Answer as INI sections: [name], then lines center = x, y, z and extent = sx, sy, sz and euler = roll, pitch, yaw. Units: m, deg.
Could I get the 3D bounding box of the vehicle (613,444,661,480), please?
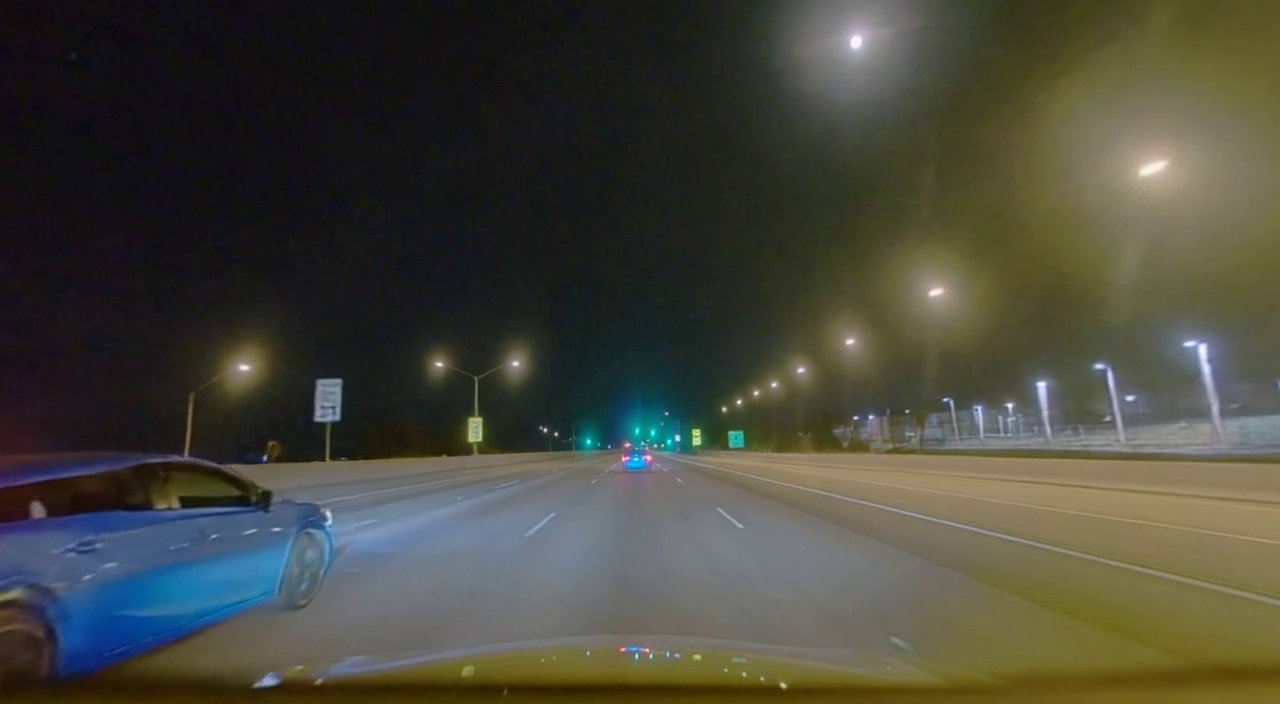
[vehicle]
center = -0.182, 5.059, 29.186
extent = 2.055, 1.501, 4.321
euler = 0, -9, -1
